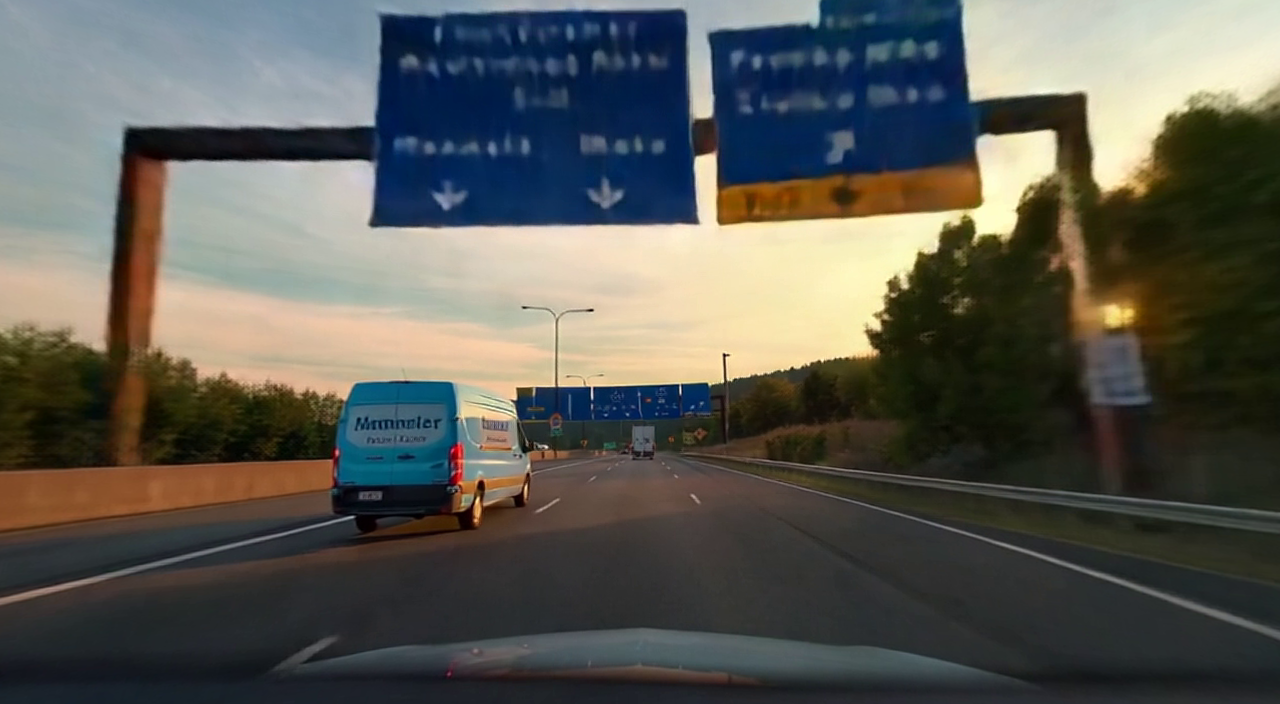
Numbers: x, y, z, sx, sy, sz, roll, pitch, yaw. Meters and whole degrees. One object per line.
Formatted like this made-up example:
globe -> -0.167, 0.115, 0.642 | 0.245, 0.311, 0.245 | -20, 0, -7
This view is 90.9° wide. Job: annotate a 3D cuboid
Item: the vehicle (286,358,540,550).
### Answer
vehicle -> -3.671, 1.916, 12.224 | 2.320, 2.636, 7.021 | 0, -9, 0
